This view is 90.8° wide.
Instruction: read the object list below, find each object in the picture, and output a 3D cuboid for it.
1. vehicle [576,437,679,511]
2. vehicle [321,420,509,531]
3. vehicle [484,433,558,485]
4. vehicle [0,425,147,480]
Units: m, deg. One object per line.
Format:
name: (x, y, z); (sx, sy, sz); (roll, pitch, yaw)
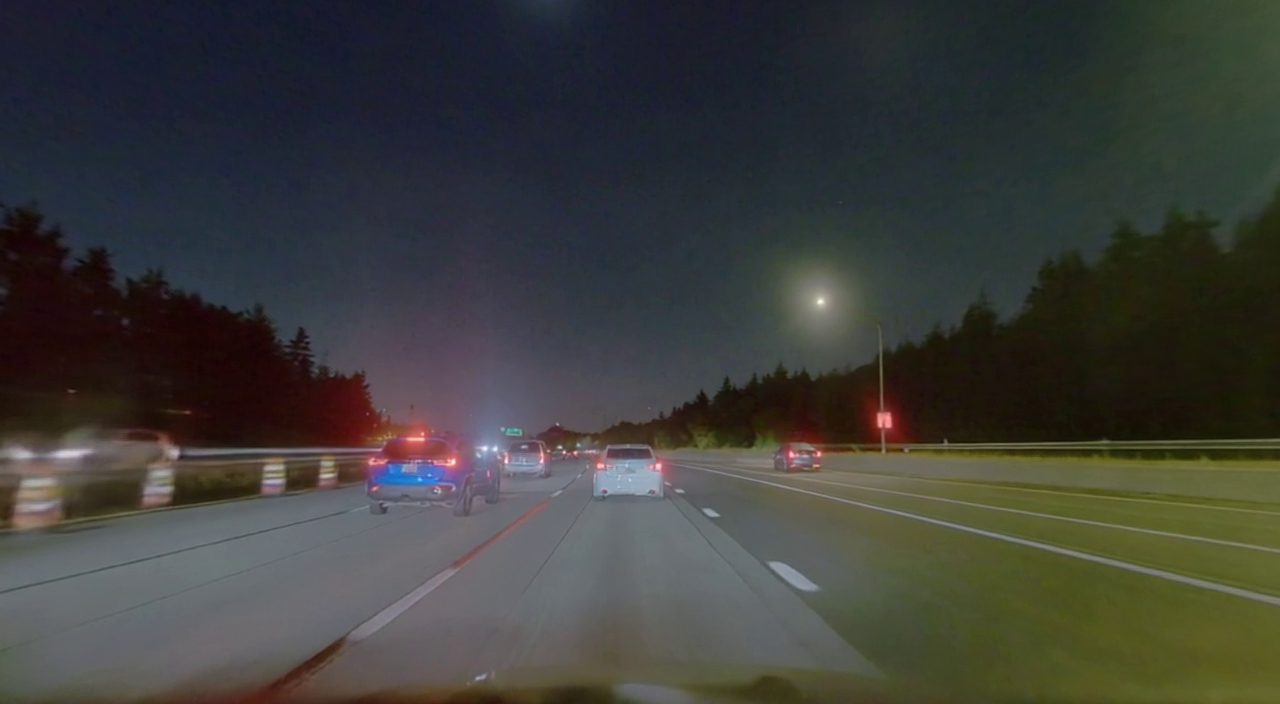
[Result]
vehicle: (-0.315, 2.763, 14.795); (2.069, 1.484, 3.982); (0, -9, -2)
vehicle: (-3.924, 2.224, 11.925); (2.025, 1.708, 4.089); (0, -9, 0)
vehicle: (-4.269, 3.901, 23.267); (1.982, 1.727, 4.057); (0, -9, -1)
vehicle: (-17.602, 3.028, 19.114); (1.857, 1.458, 4.406); (0, -9, -1)
